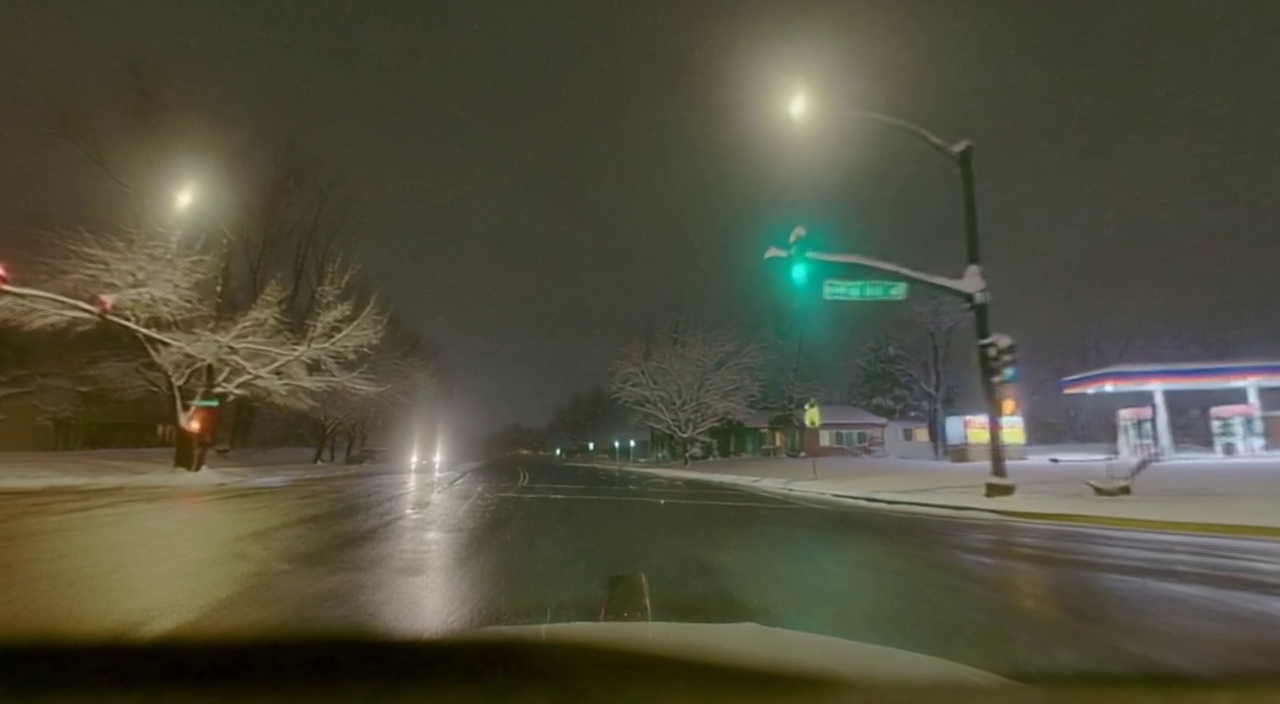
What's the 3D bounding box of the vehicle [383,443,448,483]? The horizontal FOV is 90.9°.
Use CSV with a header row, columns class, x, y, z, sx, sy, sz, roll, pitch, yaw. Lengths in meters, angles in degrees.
class,x,y,z,sx,sy,sz,roll,pitch,yaw
vehicle,-10.221,5.045,29.051,2.048,1.670,4.450,2,-9,-10
